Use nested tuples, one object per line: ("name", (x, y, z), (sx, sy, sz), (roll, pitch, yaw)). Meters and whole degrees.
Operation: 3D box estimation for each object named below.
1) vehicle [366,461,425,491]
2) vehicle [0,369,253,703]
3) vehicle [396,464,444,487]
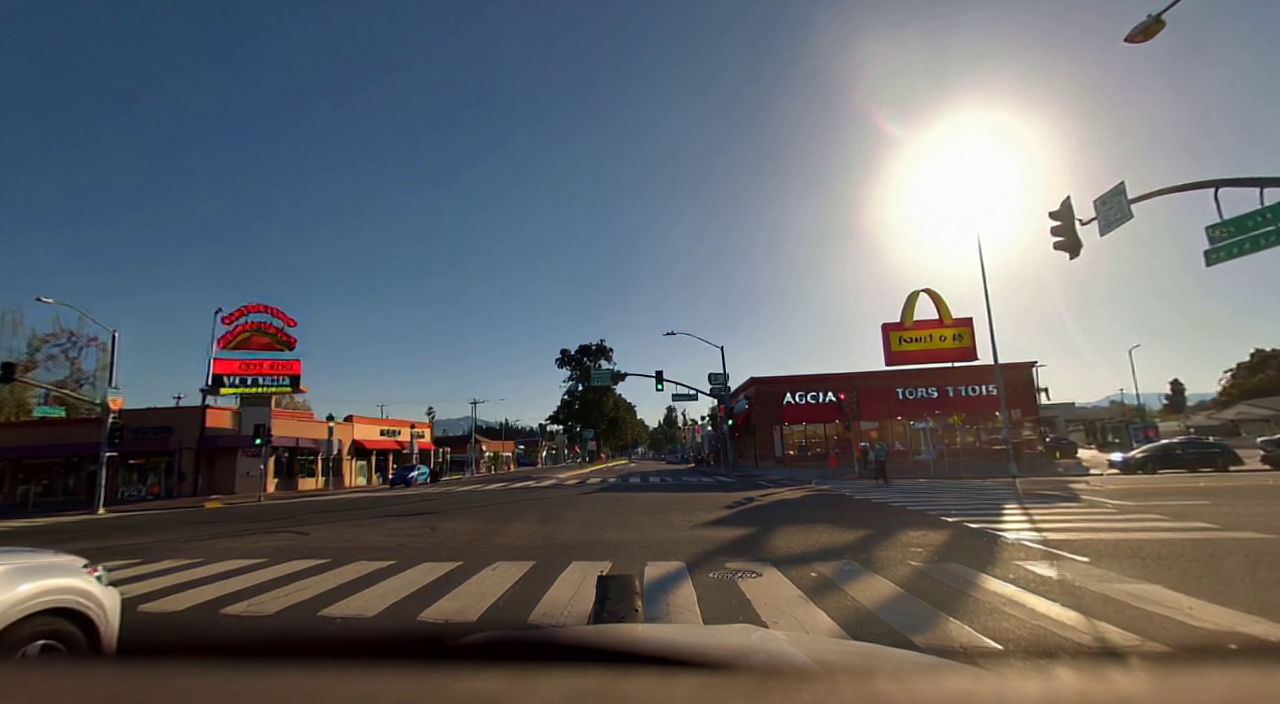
("vehicle", (-19.219, 9.735, 49.763), (2.227, 2.033, 5.614), (0, -9, 2))
("vehicle", (-3.418, 0.754, 1.393), (2.081, 1.644, 4.523), (0, -9, 3))
("vehicle", (-15.751, 8.854, 45.284), (1.931, 1.471, 4.152), (0, -9, 0))
